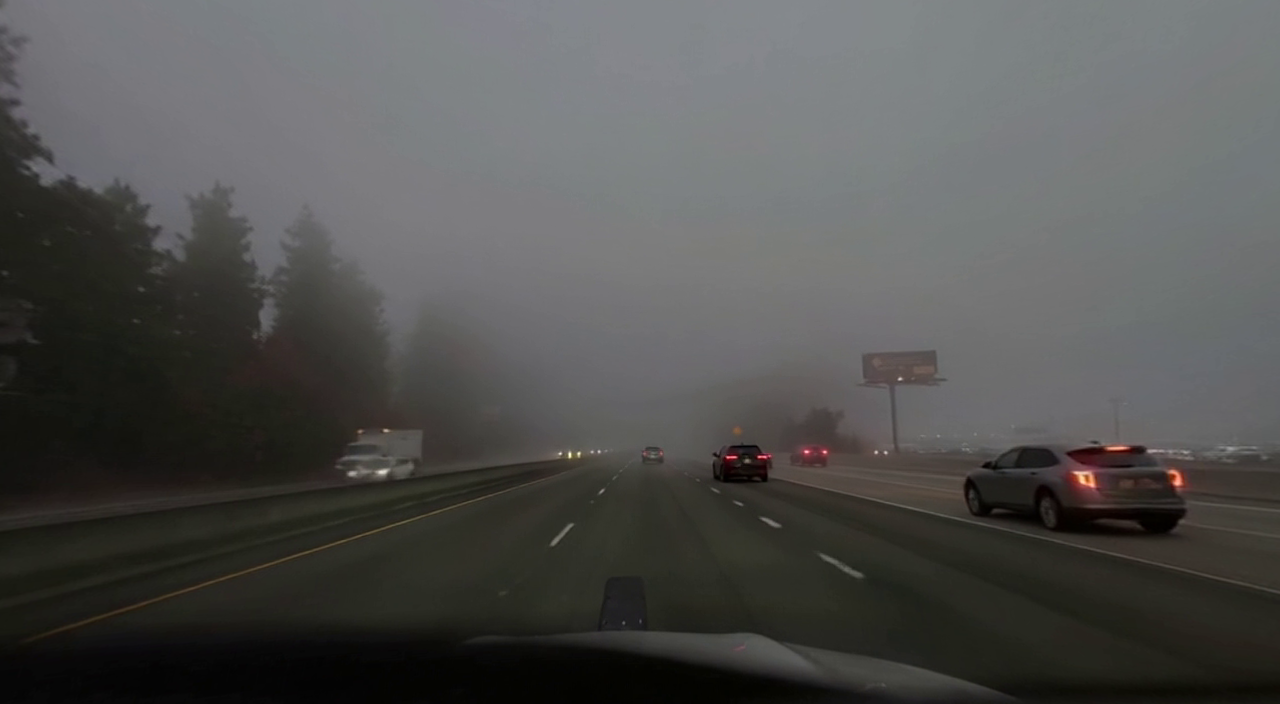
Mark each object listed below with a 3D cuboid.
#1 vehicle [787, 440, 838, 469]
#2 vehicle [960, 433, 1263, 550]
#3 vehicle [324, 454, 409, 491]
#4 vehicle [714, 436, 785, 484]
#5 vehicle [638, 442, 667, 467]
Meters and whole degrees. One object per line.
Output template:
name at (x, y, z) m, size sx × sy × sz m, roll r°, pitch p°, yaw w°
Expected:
vehicle at (11.429, 6.832, 42.119) m, size 2.028 × 1.801 × 4.503 m, roll 0°, pitch -8°, yaw -1°
vehicle at (7.494, 2.200, 10.753) m, size 1.807 × 1.558 × 4.352 m, roll 0°, pitch -8°, yaw 0°
vehicle at (-13.042, 5.761, 30.430) m, size 1.906 × 1.533 × 4.731 m, roll 0°, pitch -8°, yaw 1°
vehicle at (4.529, 4.538, 26.825) m, size 2.075 × 1.845 × 4.667 m, roll 0°, pitch -8°, yaw -1°
vehicle at (0.913, 7.799, 48.220) m, size 2.145 × 1.832 × 4.004 m, roll 0°, pitch -8°, yaw 0°
